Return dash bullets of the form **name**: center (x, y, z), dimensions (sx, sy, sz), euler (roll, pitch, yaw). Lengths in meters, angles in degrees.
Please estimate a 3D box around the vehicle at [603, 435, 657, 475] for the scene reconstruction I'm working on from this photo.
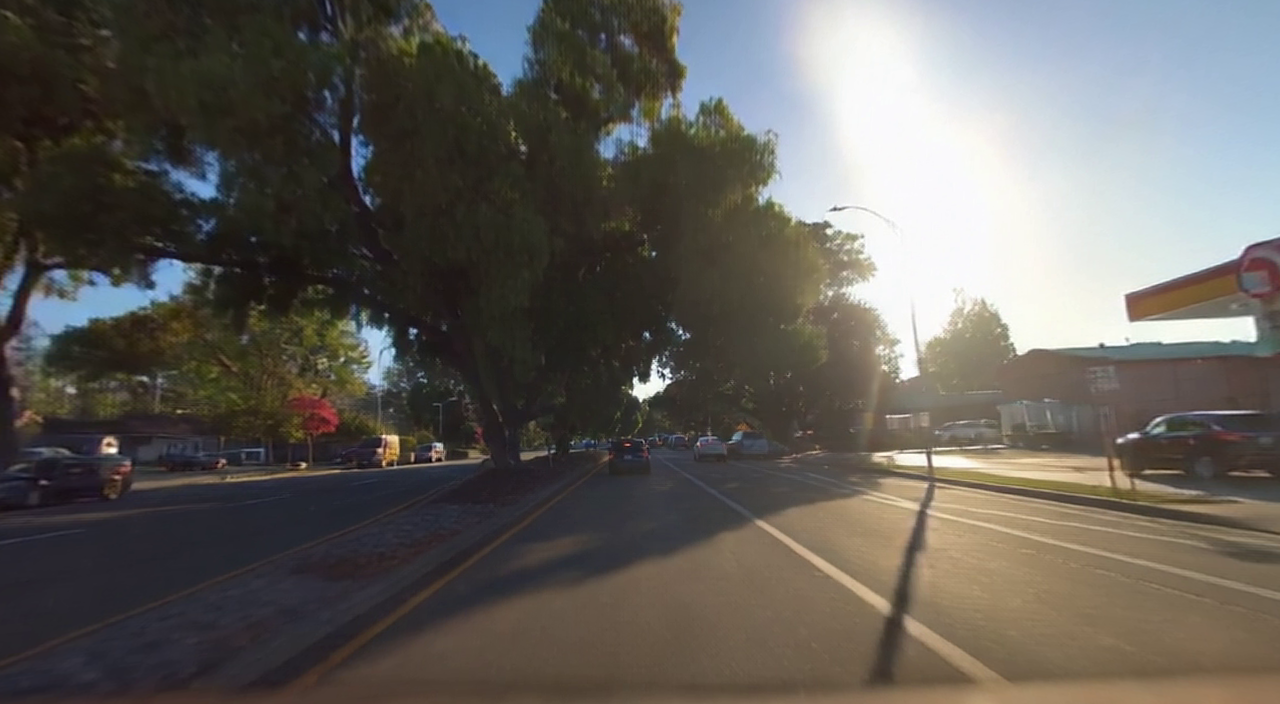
- **vehicle**: center (-0.365, 4.195, 25.905), dimensions (2.052, 1.488, 3.779), euler (0, -8, 0)

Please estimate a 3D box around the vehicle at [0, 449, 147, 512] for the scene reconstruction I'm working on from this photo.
- **vehicle**: center (-18.748, 4.024, 20.343), dimensions (2.004, 1.758, 4.594), euler (0, -8, 0)

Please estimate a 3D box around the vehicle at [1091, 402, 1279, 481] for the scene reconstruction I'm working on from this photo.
- **vehicle**: center (15.382, 2.468, 17.365), dimensions (2.368, 1.868, 4.724), euler (0, -8, -1)

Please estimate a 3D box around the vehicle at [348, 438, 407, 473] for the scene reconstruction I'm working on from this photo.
- **vehicle**: center (-18.925, 7.399, 45.816), dimensions (2.222, 2.141, 5.390), euler (-1, -6, -2)

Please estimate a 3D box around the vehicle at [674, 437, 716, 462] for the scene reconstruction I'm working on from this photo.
- **vehicle**: center (3.368, 6.072, 39.488), dimensions (2.124, 1.476, 4.730), euler (0, -8, -1)

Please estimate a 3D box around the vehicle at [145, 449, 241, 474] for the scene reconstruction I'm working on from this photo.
- **vehicle**: center (-27.478, 6.721, 38.920), dimensions (4.413, 1.451, 1.882), euler (0, -9, 0)

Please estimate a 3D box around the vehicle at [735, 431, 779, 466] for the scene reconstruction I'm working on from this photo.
- **vehicle**: center (6.252, 5.218, 34.291), dimensions (2.117, 1.757, 4.969), euler (-1, -9, 8)
